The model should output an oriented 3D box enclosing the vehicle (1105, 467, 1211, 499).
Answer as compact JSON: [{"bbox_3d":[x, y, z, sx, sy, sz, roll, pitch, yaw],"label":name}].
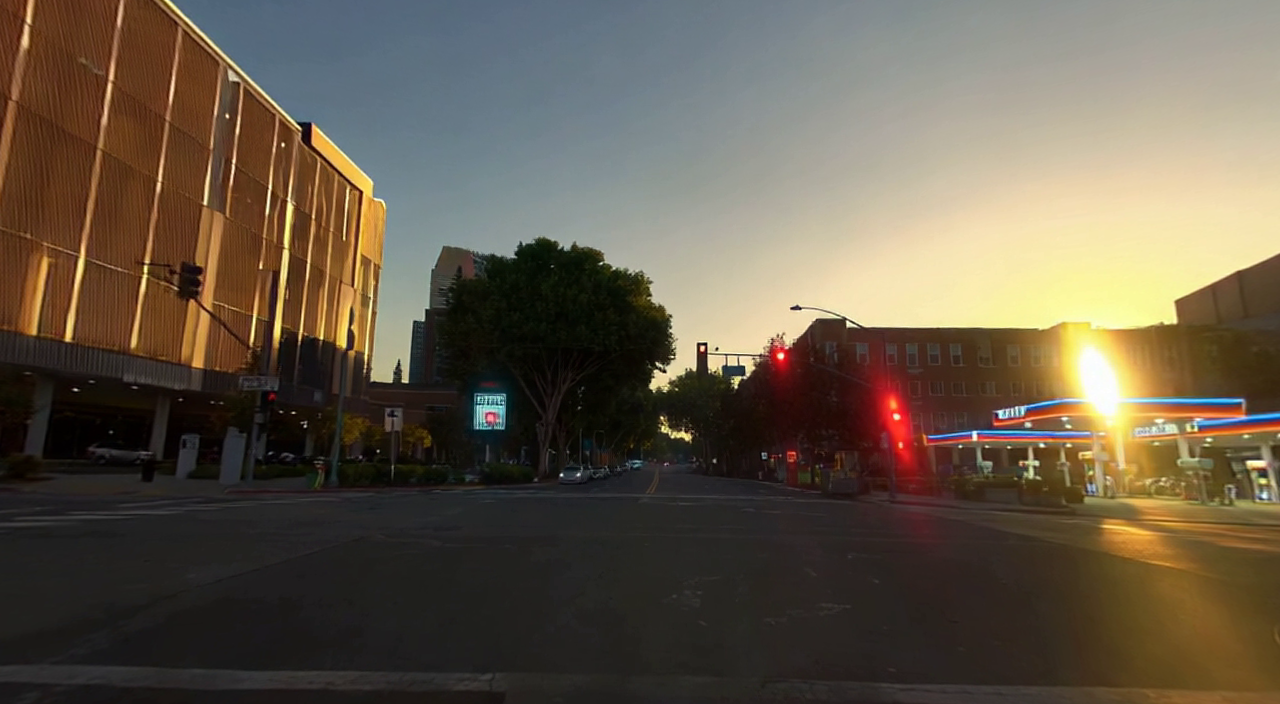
[{"bbox_3d":[28.024,7.070,34.322,1.897,1.466,4.211,1,-8,-6],"label":"vehicle"}]
